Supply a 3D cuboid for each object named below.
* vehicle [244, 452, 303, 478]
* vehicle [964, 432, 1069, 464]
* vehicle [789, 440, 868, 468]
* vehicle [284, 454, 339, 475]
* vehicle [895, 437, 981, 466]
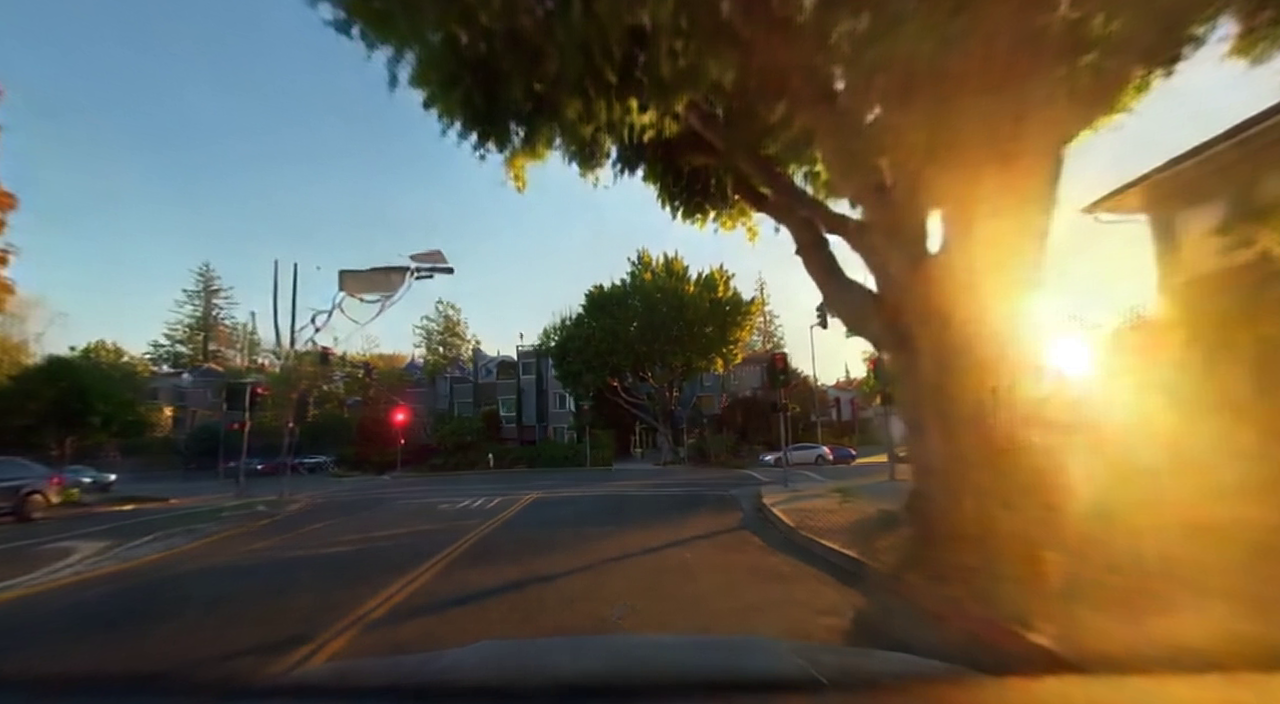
[{"bbox_3d":[-28.208,8.684,48.734,1.967,1.779,4.159,0,-8,1],"label":"vehicle"},{"bbox_3d":[21.020,5.371,35.401,4.510,1.673,2.030,0,-8,-2],"label":"vehicle"},{"bbox_3d":[10.538,5.732,35.492,3.815,1.504,1.790,0,-8,0],"label":"vehicle"},{"bbox_3d":[-25.303,8.684,48.872,1.817,1.488,4.631,0,-8,-1],"label":"vehicle"},{"bbox_3d":[18.356,6.156,39.101,4.326,1.672,1.903,0,-8,0],"label":"vehicle"}]
